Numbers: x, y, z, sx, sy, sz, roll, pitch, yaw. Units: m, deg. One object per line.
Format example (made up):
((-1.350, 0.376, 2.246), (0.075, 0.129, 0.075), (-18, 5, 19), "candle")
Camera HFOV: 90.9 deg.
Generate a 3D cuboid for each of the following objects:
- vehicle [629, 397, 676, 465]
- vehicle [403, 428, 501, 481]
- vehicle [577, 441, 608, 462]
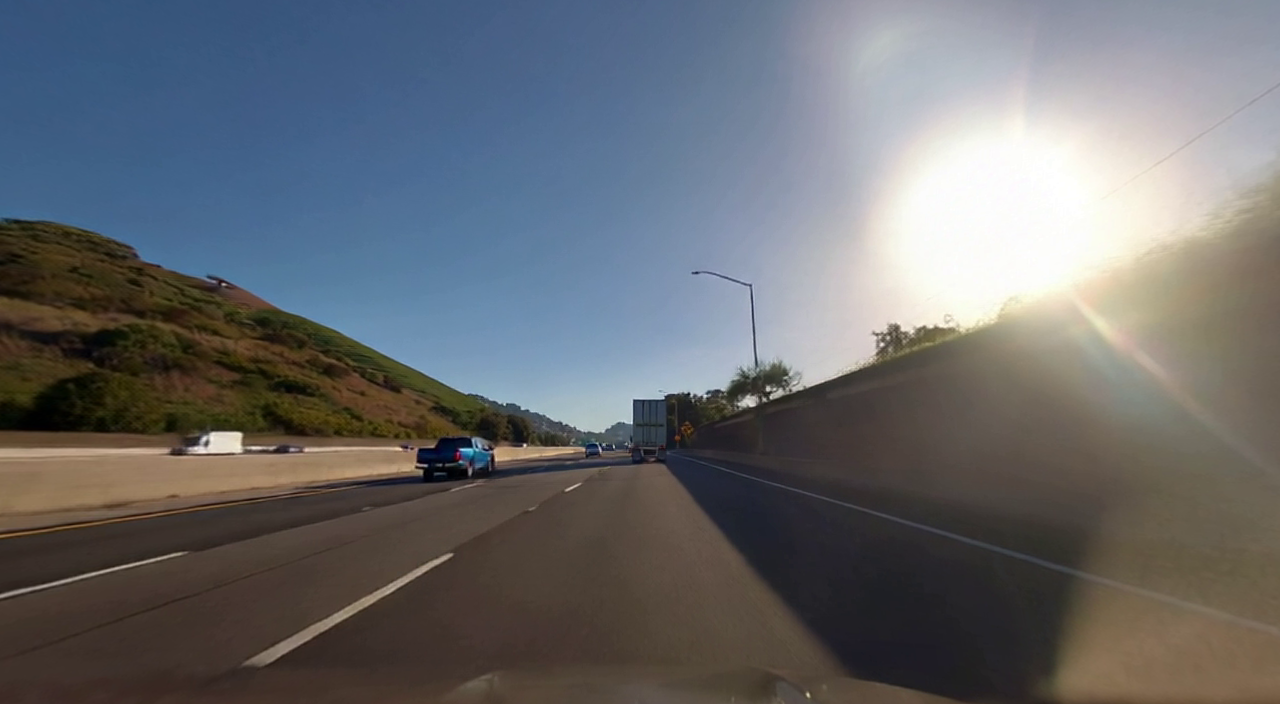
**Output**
((0.947, 6.060, 47.282), (2.951, 4.229, 15.519), (0, -8, 1), "vehicle")
((-7.182, 3.987, 24.805), (2.113, 1.837, 5.339), (0, -8, 1), "vehicle")
((-3.633, 7.666, 48.761), (1.983, 1.508, 4.060), (0, -8, 2), "vehicle")
